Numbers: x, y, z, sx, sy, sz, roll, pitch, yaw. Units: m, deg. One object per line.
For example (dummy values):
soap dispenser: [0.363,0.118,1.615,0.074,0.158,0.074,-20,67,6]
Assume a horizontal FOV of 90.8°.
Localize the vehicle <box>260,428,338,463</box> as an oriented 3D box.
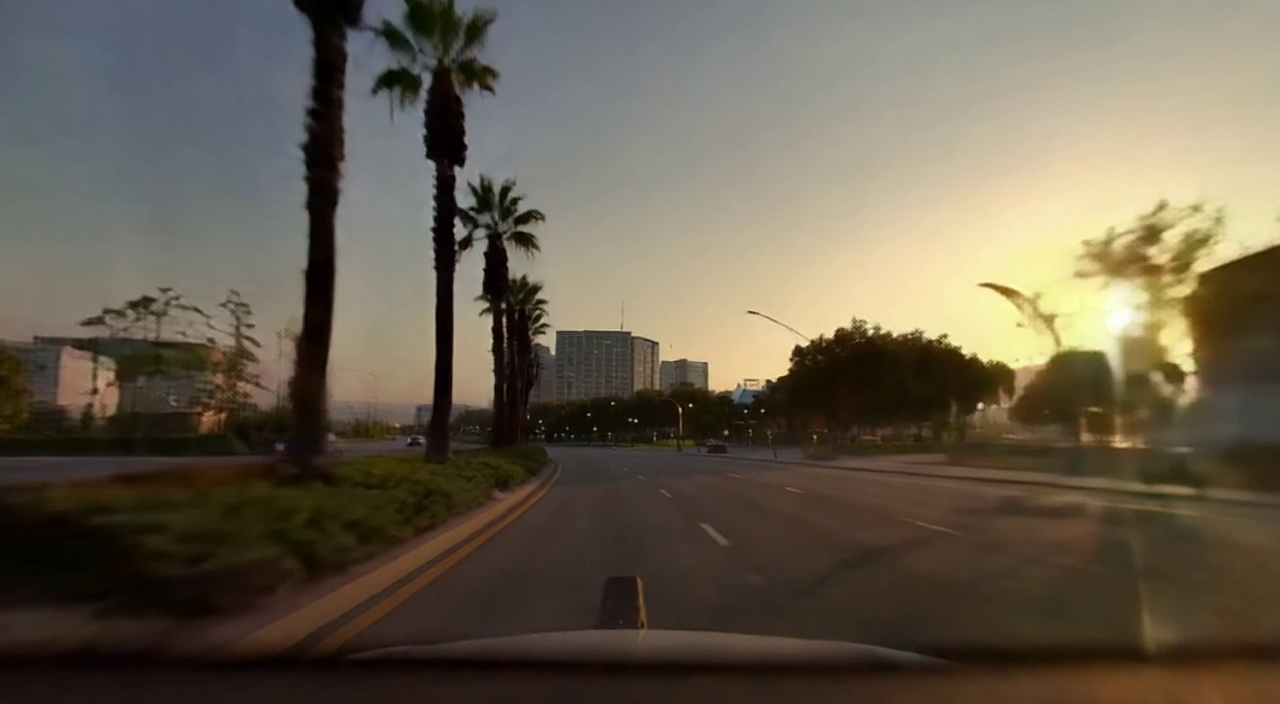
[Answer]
vehicle: [-17.753,4.915,33.190,2.061,1.699,4.606,1,-9,-8]
